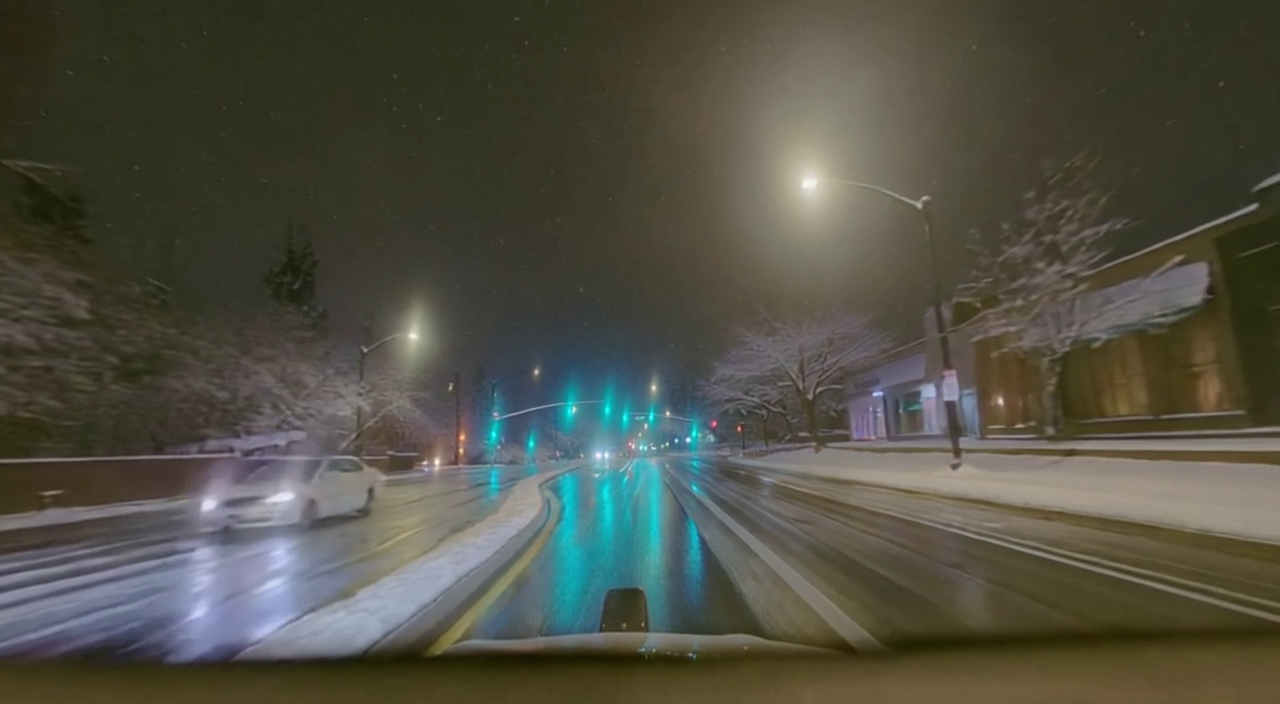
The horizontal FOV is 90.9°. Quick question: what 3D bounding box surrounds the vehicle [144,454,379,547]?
[{"bbox_3d":[-7.286,2.861,12.843,1.954,1.451,4.536,-1,-8,0],"label":"vehicle"}]
